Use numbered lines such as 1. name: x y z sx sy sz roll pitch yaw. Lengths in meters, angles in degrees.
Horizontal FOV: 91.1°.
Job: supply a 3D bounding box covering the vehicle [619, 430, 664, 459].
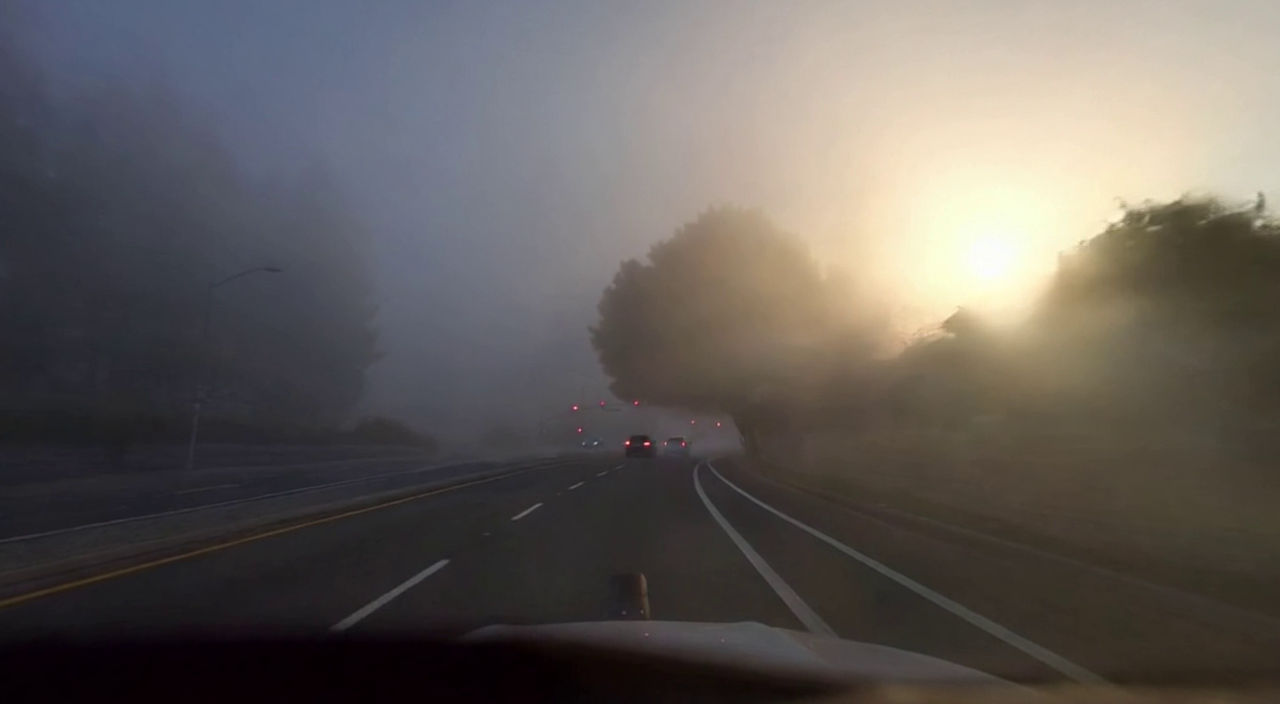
1. vehicle: 0.161 6.068 41.231 2.152 1.822 4.391 -1 -8 11
